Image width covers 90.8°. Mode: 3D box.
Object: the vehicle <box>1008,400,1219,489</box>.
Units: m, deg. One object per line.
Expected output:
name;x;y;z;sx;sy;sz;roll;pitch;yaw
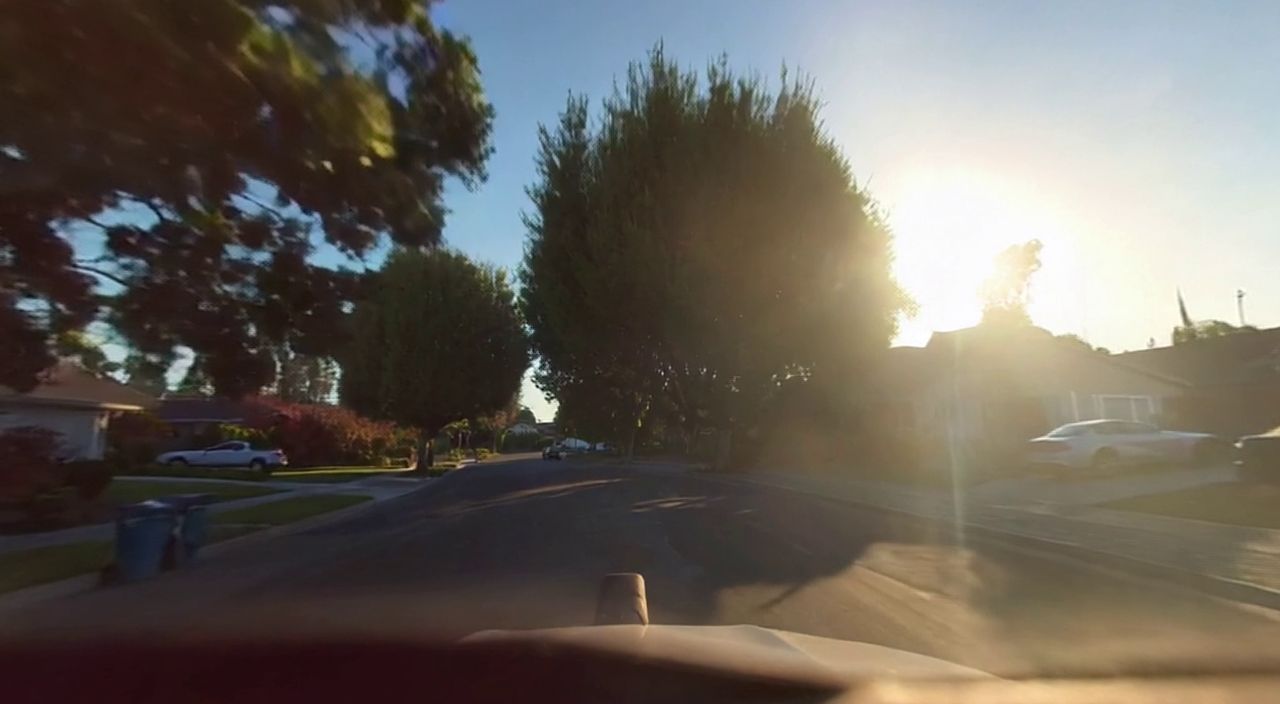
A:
vehicle;12.182;2.354;16.375;4.149;1.596;1.890;-6;-7;-12

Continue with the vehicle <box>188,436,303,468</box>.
vehicle;-20.704;5.320;33.370;4.654;1.457;1.986;3;-11;-10
